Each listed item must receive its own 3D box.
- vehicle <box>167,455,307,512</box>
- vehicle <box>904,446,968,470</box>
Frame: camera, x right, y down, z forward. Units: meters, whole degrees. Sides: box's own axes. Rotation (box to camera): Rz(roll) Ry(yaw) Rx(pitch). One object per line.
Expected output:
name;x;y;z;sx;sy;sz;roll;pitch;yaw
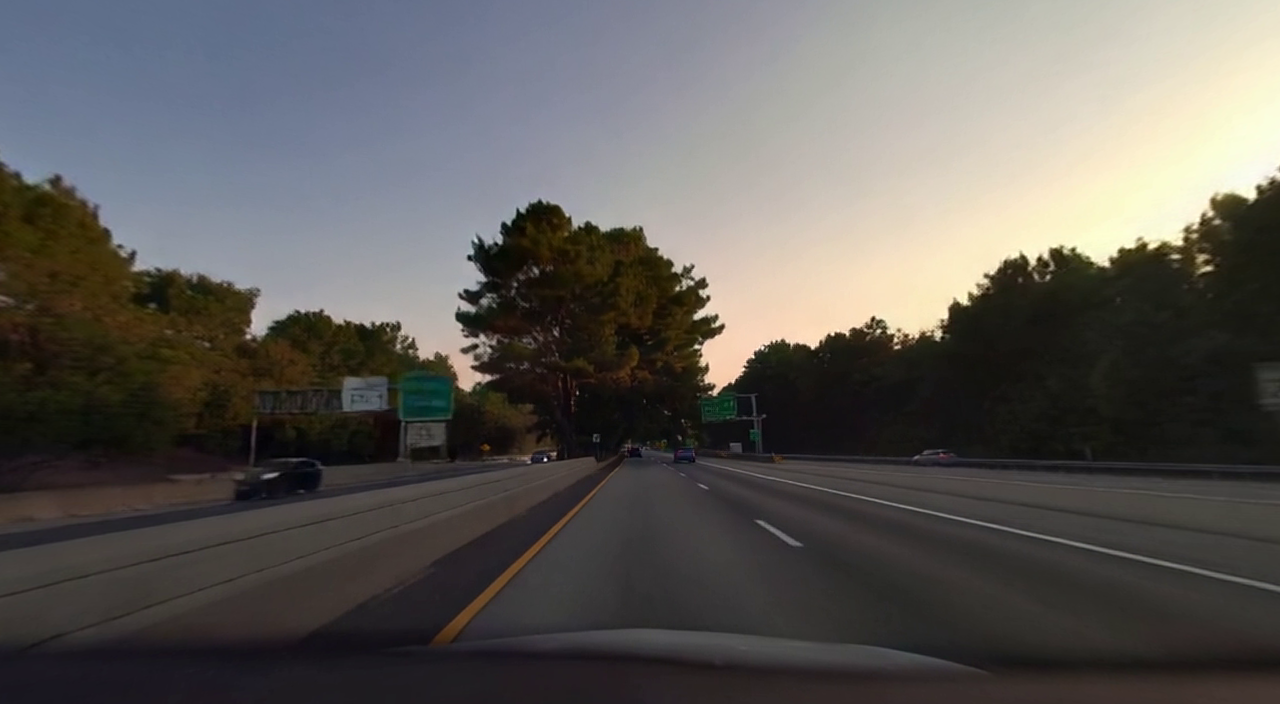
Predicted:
vehicle;-12.686;4.121;20.182;1.854;1.581;3.953;0;-9;0
vehicle;18.759;6.724;40.078;1.926;1.386;3.719;1;-9;-7
